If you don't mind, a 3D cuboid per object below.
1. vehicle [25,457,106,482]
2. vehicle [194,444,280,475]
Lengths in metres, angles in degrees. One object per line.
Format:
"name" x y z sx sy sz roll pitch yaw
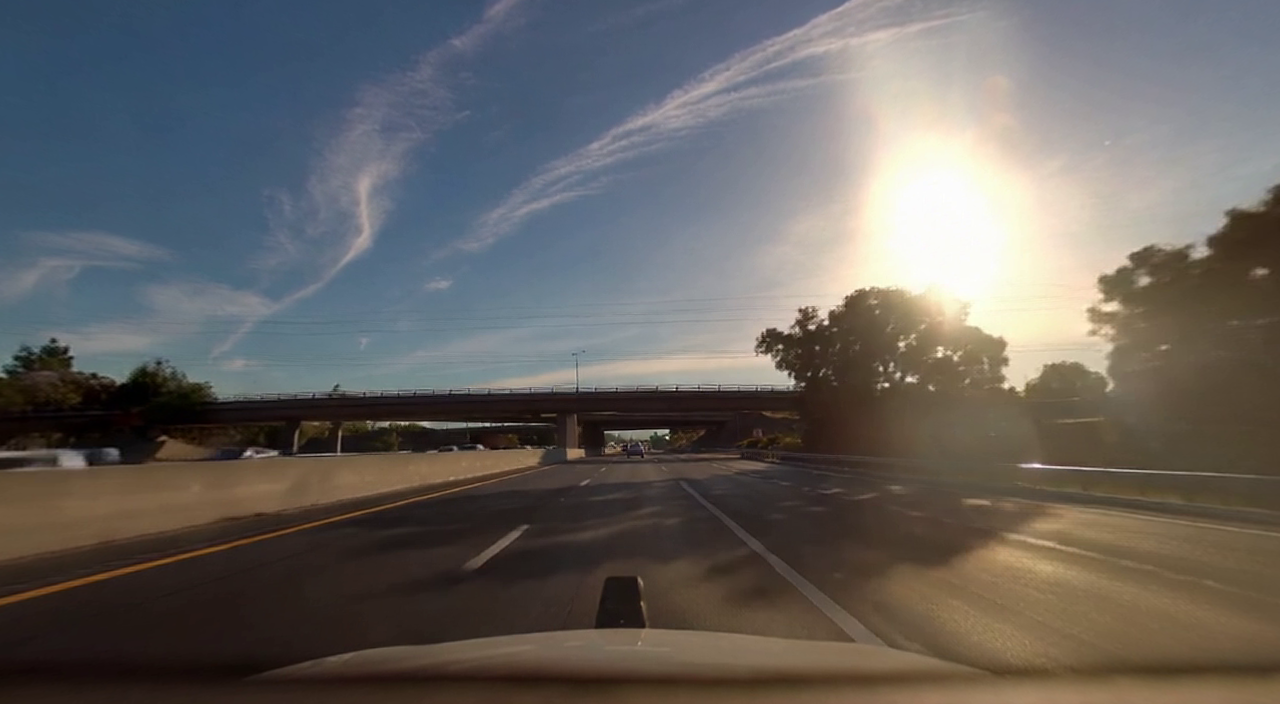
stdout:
"vehicle" -44.841 9.149 49.458 2.358 1.731 4.719 1 -9 -9
"vehicle" -24.050 6.430 37.979 2.013 1.700 4.797 0 -9 0
